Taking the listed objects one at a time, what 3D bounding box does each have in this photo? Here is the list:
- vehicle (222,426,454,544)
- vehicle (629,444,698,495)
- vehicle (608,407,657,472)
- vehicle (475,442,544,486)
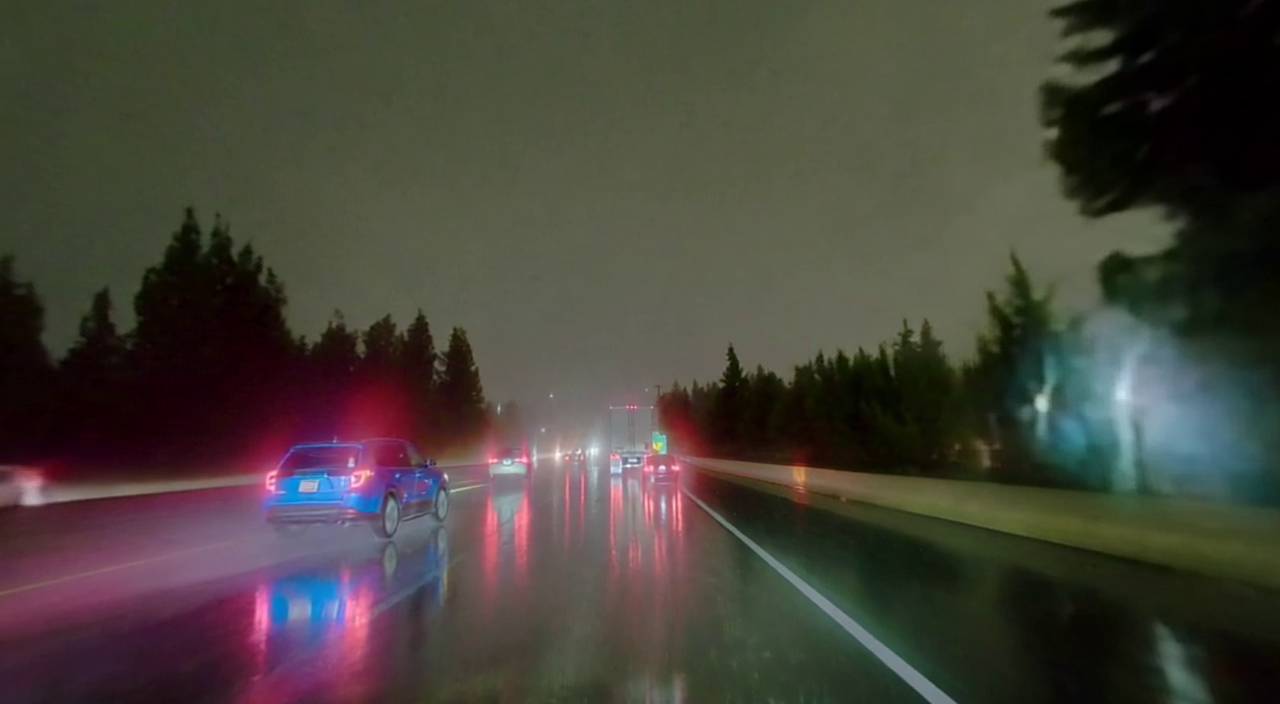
[{"bbox_3d":[-4.968,2.241,11.154,2.100,1.671,4.105,0,-9,-1],"label":"vehicle"},{"bbox_3d":[0.674,3.862,20.974,2.026,1.489,4.045,0,-9,-2],"label":"vehicle"},{"bbox_3d":[-0.745,6.367,45.109,3.113,4.066,10.786,0,-9,-3],"label":"vehicle"},{"bbox_3d":[-5.272,4.583,25.930,2.035,1.664,4.064,0,-9,-1],"label":"vehicle"}]
